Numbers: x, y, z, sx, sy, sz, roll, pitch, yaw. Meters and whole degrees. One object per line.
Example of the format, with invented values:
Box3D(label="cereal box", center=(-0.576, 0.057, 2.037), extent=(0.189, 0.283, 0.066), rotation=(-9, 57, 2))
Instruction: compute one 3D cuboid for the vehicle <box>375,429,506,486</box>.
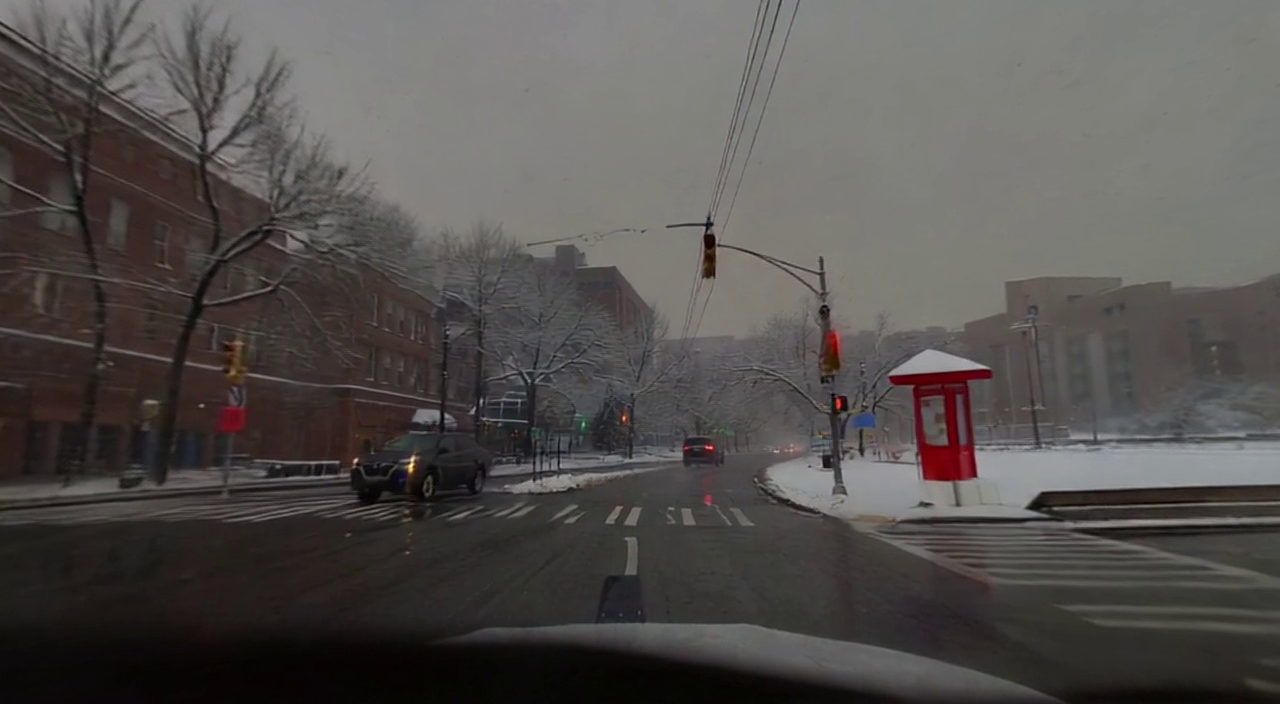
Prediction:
Box3D(label="vehicle", center=(-6.480, 3.486, 21.161), extent=(2.017, 1.684, 4.483), rotation=(-2, -9, 15))

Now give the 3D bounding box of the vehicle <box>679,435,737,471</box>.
Box3D(label="vehicle", center=(3.626, 5.231, 32.819), extent=(2.101, 1.721, 4.364), rotation=(-3, -9, 18))
